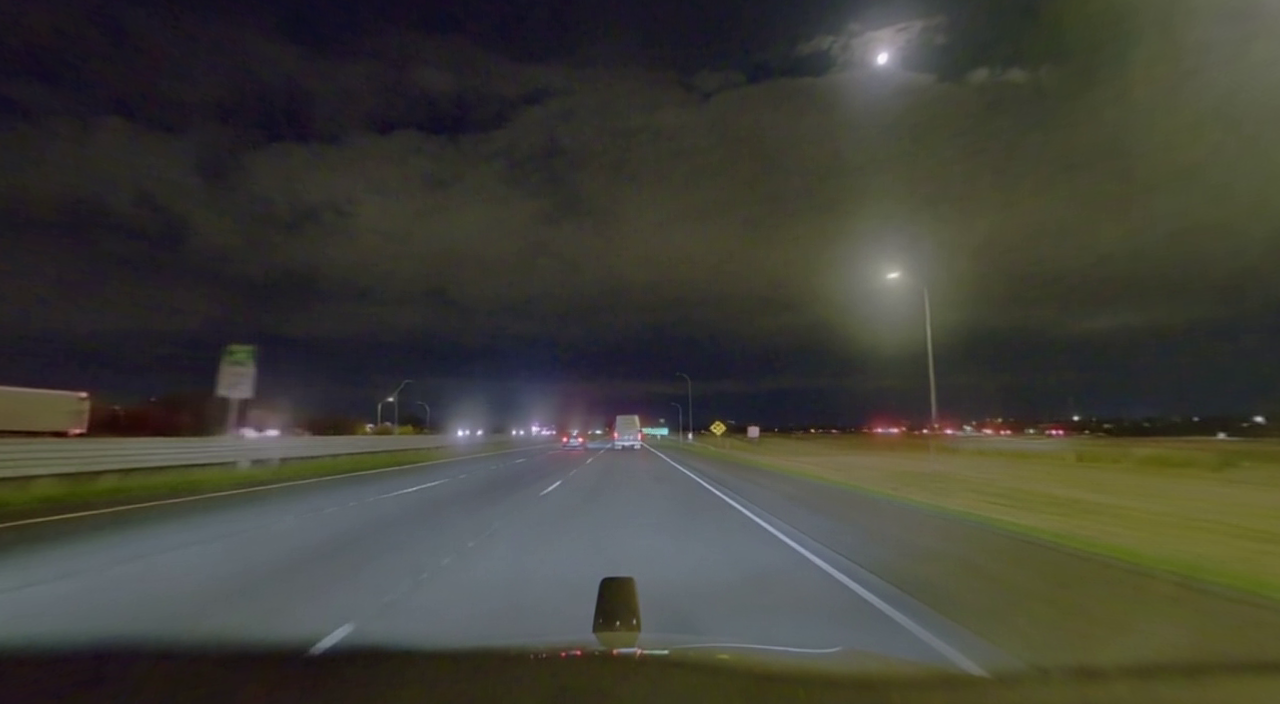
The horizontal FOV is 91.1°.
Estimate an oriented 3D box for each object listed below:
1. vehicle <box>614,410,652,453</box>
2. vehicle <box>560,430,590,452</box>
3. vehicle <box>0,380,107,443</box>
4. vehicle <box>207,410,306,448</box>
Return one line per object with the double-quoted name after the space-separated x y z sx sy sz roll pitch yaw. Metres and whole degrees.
-0.590 5.495 43.398 2.418 2.704 6.445 0 -8 -2 "vehicle"
-4.777 6.554 46.614 1.932 1.544 3.864 0 -8 -1 "vehicle"
-41.767 3.973 41.155 2.874 3.938 13.029 0 -8 -3 "vehicle"
-19.943 4.086 32.966 2.120 1.827 4.830 0 -8 0 "vehicle"
